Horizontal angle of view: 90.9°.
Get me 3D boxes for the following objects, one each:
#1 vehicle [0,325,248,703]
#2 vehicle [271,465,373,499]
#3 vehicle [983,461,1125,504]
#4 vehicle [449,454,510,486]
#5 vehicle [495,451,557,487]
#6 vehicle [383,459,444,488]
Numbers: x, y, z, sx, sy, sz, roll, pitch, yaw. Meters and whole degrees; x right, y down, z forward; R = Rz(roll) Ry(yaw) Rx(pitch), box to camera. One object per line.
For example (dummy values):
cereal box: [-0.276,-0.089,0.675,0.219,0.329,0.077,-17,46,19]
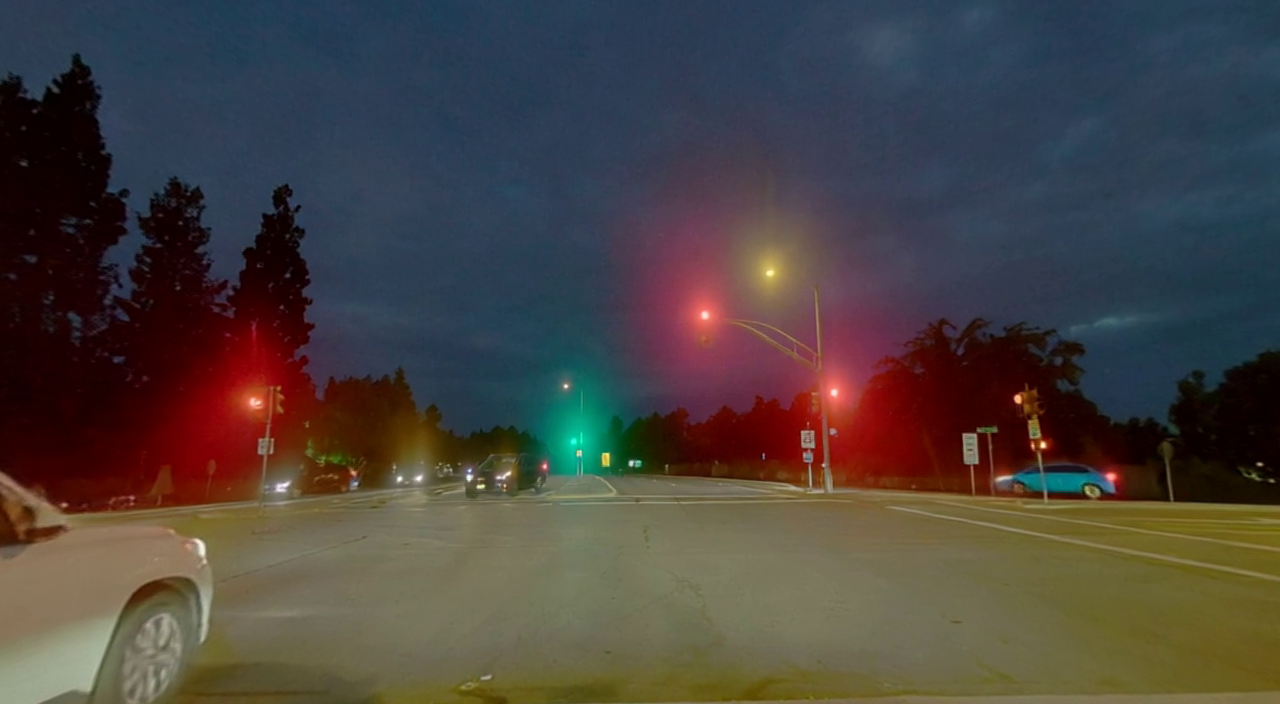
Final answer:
vehicle: [-3.465,0.655,1.365,2.242,1.761,4.505,0,-8,1]
vehicle: [-19.374,7.901,38.660,2.050,1.755,5.135,-7,-11,36]
vehicle: [17.385,5.467,26.752,4.571,1.621,2.113,-3,-9,20]
vehicle: [-8.049,5.971,32.081,1.960,1.433,4.213,0,-8,1]
vehicle: [-5.116,5.293,28.892,2.107,1.456,4.728,0,-8,-2]
vehicle: [-16.706,8.951,46.798,2.111,1.925,4.507,-2,-9,13]
